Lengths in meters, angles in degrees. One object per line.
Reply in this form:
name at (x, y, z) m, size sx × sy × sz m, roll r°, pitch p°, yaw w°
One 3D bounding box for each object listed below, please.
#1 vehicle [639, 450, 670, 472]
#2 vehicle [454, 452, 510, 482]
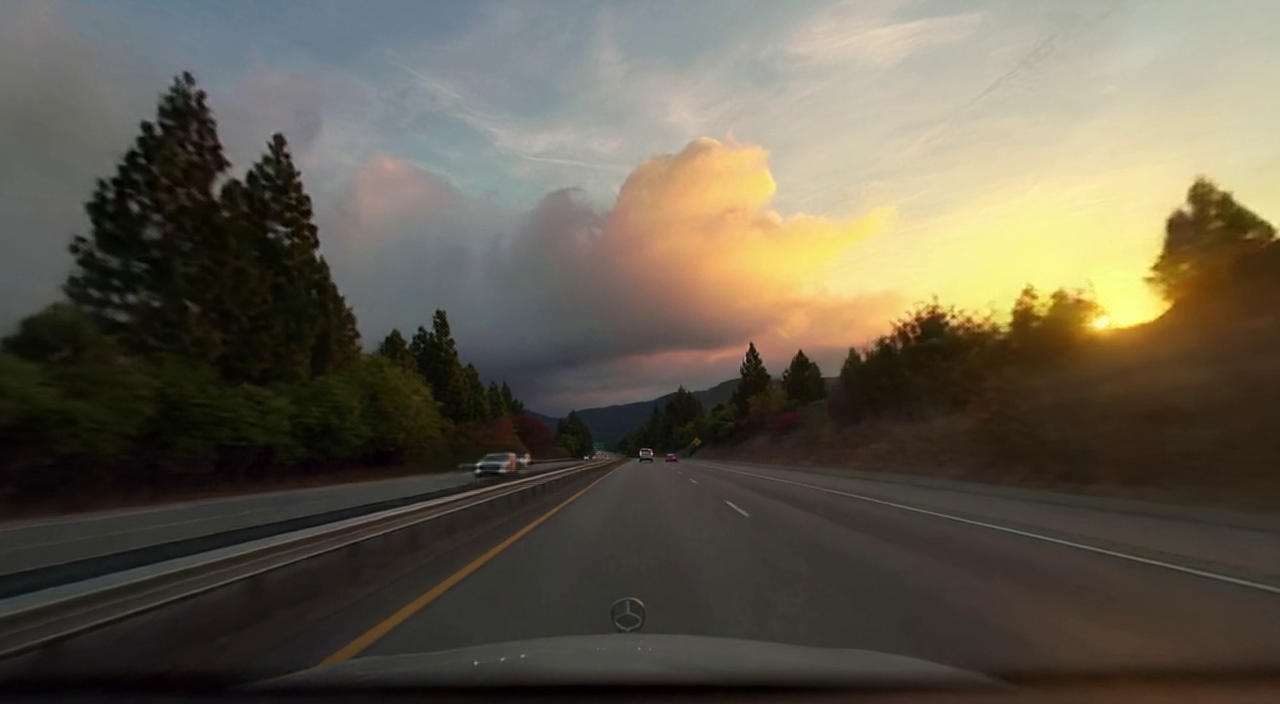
vehicle at (1.035, 7.947, 46.077) m, size 2.162 × 1.492 × 3.975 m, roll 0°, pitch -9°, yaw 0°
vehicle at (-8.654, 6.327, 34.820) m, size 2.037 × 1.523 × 3.955 m, roll 0°, pitch -9°, yaw 0°
